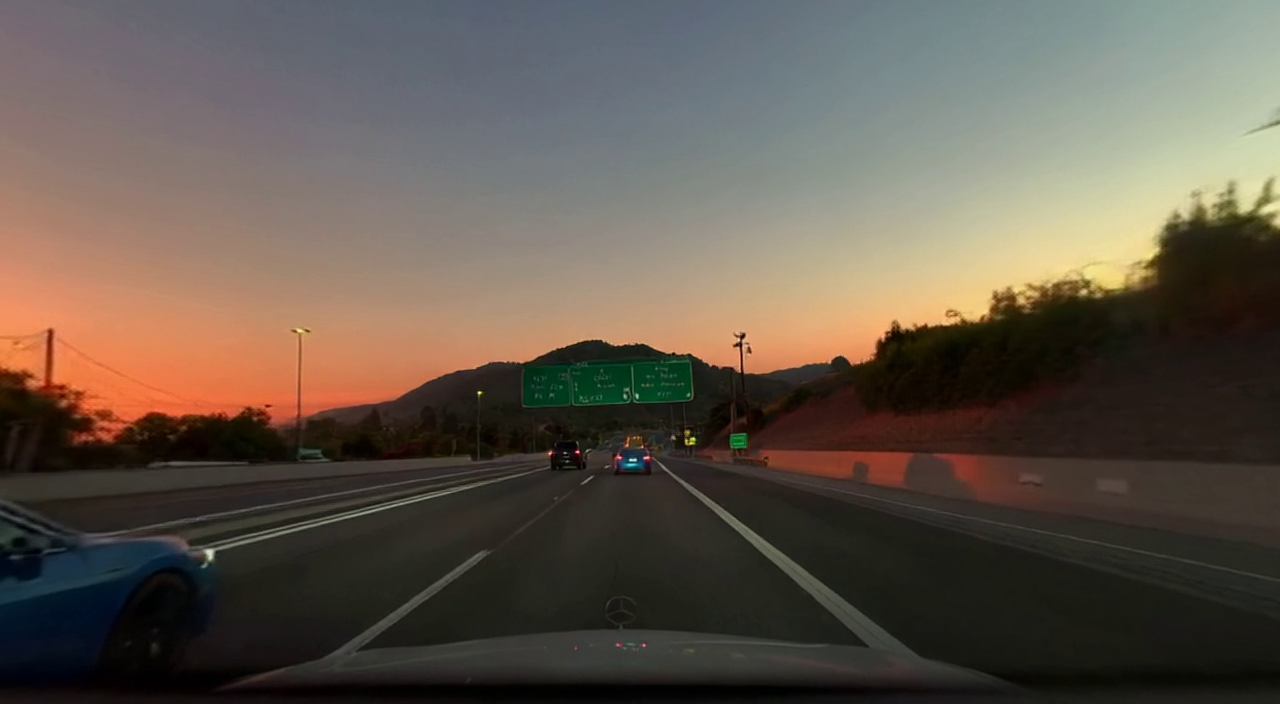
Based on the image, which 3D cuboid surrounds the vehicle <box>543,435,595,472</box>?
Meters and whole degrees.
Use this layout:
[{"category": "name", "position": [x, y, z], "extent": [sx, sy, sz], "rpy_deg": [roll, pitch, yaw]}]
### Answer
[{"category": "vehicle", "position": [-3.848, 5.609, 35.048], "extent": [2.264, 1.901, 4.647], "rpy_deg": [0, -9, 1]}]

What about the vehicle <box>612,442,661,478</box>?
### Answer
[{"category": "vehicle", "position": [-0.129, 4.955, 29.116], "extent": [2.086, 1.548, 4.325], "rpy_deg": [0, -9, 0]}]
